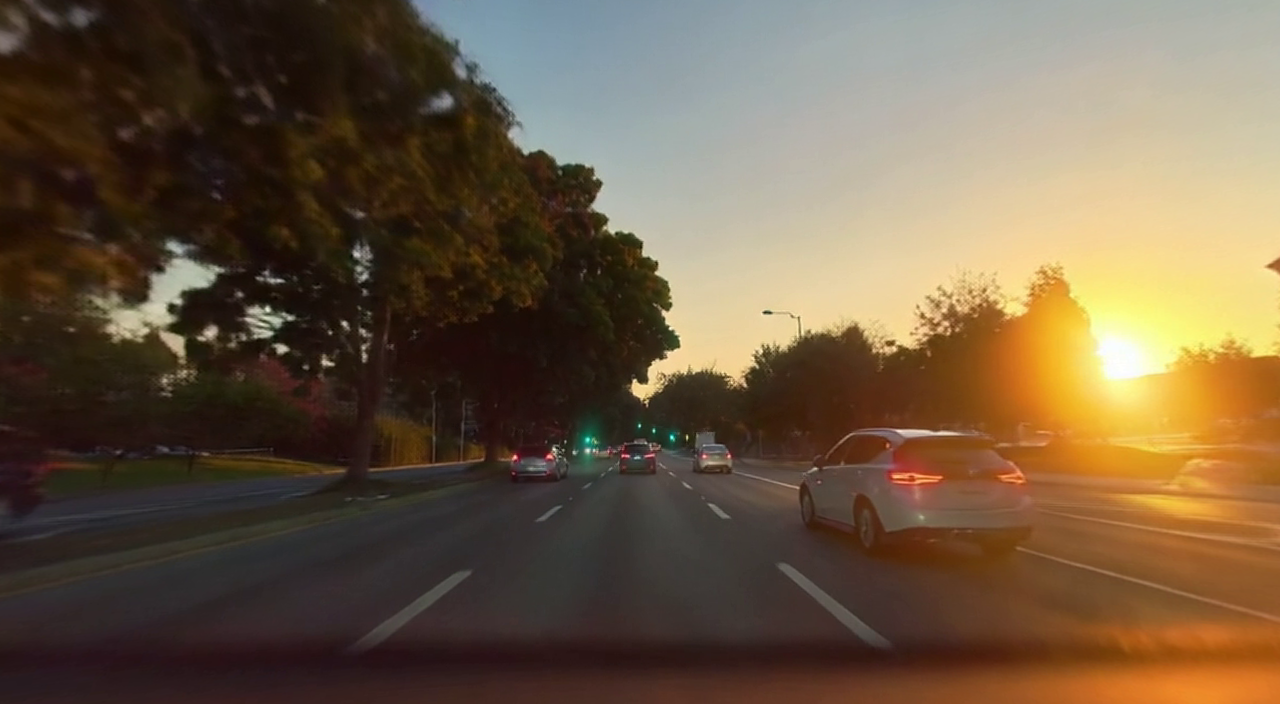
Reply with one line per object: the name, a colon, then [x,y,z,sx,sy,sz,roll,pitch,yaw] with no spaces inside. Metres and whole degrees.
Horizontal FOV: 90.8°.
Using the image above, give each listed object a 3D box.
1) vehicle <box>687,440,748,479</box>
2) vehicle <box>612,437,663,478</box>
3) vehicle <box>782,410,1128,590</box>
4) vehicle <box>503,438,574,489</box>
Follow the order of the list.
vehicle: [3.285,4.676,27.685,2.068,1.541,4.041,0,-8,-1]
vehicle: [-0.155,4.750,28.737,2.150,1.725,4.096,0,-8,-1]
vehicle: [3.467,1.718,8.292,2.069,1.644,4.714,0,-8,0]
vehicle: [-3.482,3.898,22.373,1.823,1.602,4.061,0,-8,0]
